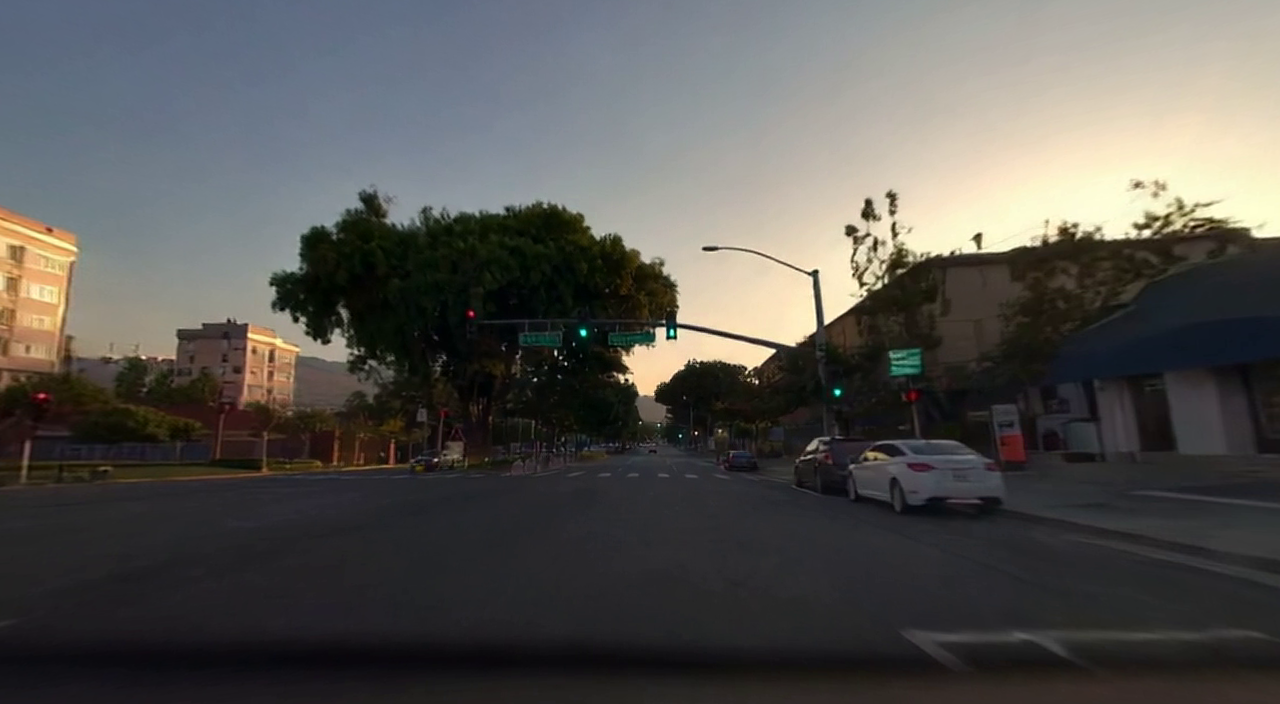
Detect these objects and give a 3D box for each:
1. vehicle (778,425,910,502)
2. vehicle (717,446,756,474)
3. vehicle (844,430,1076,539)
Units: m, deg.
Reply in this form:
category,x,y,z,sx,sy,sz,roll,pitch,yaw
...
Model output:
category,x,y,z,sx,sy,sz,roll,pitch,yaw
vehicle,5.970,3.324,19.305,2.182,2.019,5.247,0,-8,-1
vehicle,6.228,6.996,41.113,1.955,1.679,3.890,0,-8,0
vehicle,5.811,2.438,12.434,1.845,1.664,5.285,0,-9,0
